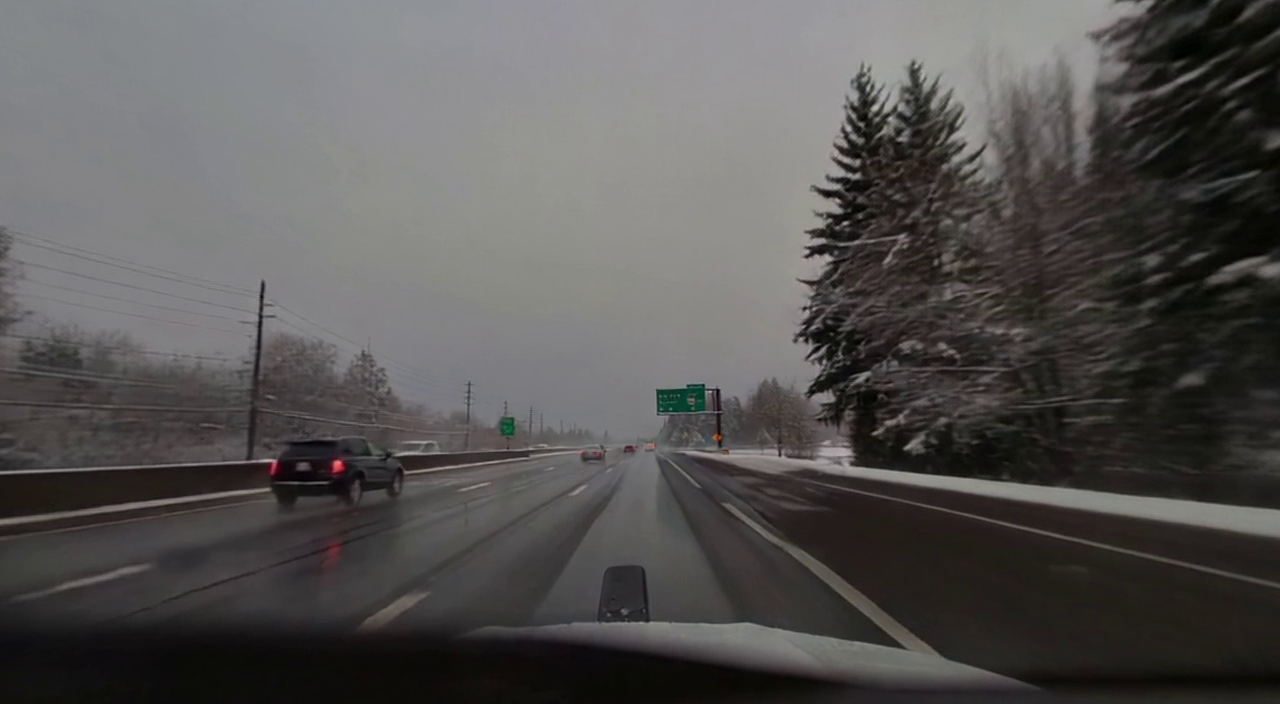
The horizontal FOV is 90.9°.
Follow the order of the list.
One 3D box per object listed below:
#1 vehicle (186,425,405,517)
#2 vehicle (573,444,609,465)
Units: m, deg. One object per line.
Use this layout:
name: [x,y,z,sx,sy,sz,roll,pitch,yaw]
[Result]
vehicle: [-7.322,2.582,14.188,2.118,1.696,4.836,0,-9,1]
vehicle: [-3.409,7.218,44.486,2.048,1.368,4.613,0,-9,1]
